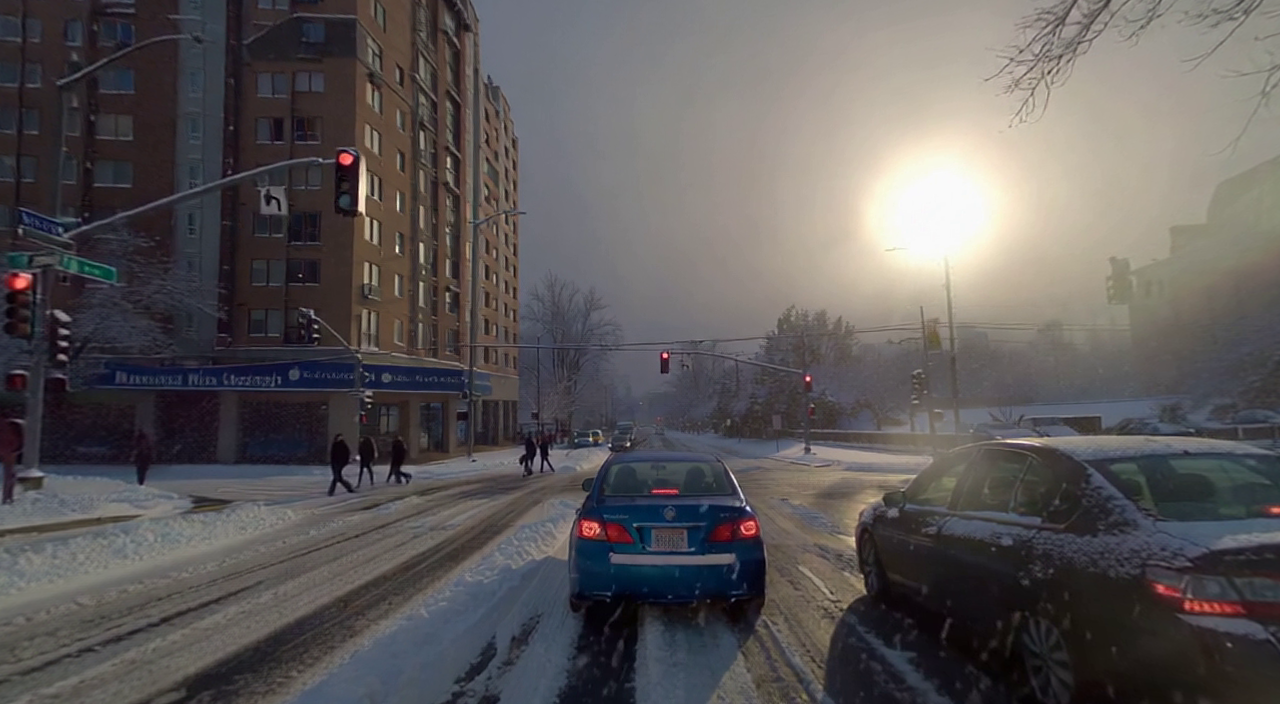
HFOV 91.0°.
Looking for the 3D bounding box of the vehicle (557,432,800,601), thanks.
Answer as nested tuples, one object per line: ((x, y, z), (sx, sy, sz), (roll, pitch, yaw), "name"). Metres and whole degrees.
((0.275, 1.745, 7.625), (2.132, 1.464, 4.089), (0, -8, -2), "vehicle")

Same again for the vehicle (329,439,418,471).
((-14.347, 5.544, 33.974), (3.912, 1.596, 2.030), (7, -11, -38), "vehicle")

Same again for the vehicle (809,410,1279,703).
((2.811, 1.292, 4.585), (1.961, 1.498, 4.356), (0, -8, 0), "vehicle")
